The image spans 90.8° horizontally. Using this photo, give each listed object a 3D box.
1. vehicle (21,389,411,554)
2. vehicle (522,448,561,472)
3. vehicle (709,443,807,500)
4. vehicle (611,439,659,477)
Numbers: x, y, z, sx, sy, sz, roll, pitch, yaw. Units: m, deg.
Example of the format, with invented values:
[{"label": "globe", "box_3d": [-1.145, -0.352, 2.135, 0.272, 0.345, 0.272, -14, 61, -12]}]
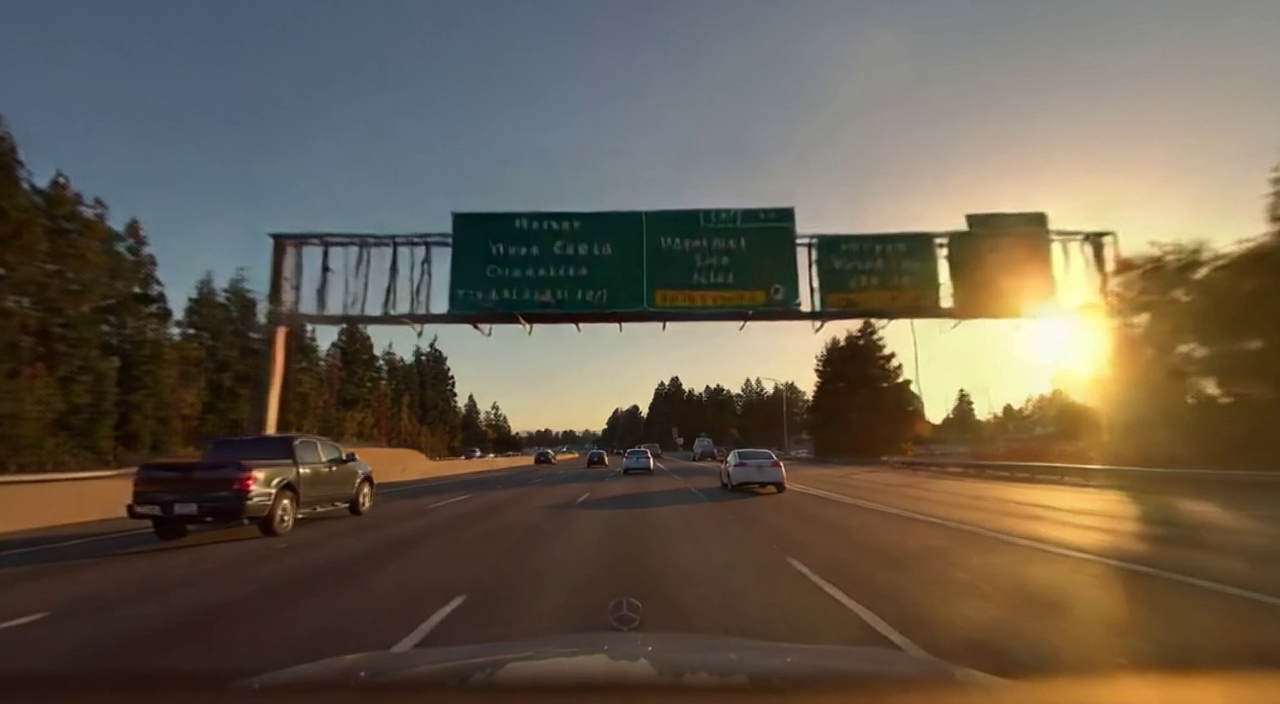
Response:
[{"label": "vehicle", "box_3d": [-6.335, 1.938, 10.890, 2.444, 2.012, 6.122, 0, -9, 0]}, {"label": "vehicle", "box_3d": [-6.614, 7.266, 42.650, 1.920, 1.482, 4.385, 0, -9, 0]}, {"label": "vehicle", "box_3d": [3.328, 3.466, 18.768, 2.011, 1.462, 4.286, 0, -9, -1]}, {"label": "vehicle", "box_3d": [-0.233, 5.453, 32.637, 2.323, 1.805, 4.729, 0, -9, 0]}]
